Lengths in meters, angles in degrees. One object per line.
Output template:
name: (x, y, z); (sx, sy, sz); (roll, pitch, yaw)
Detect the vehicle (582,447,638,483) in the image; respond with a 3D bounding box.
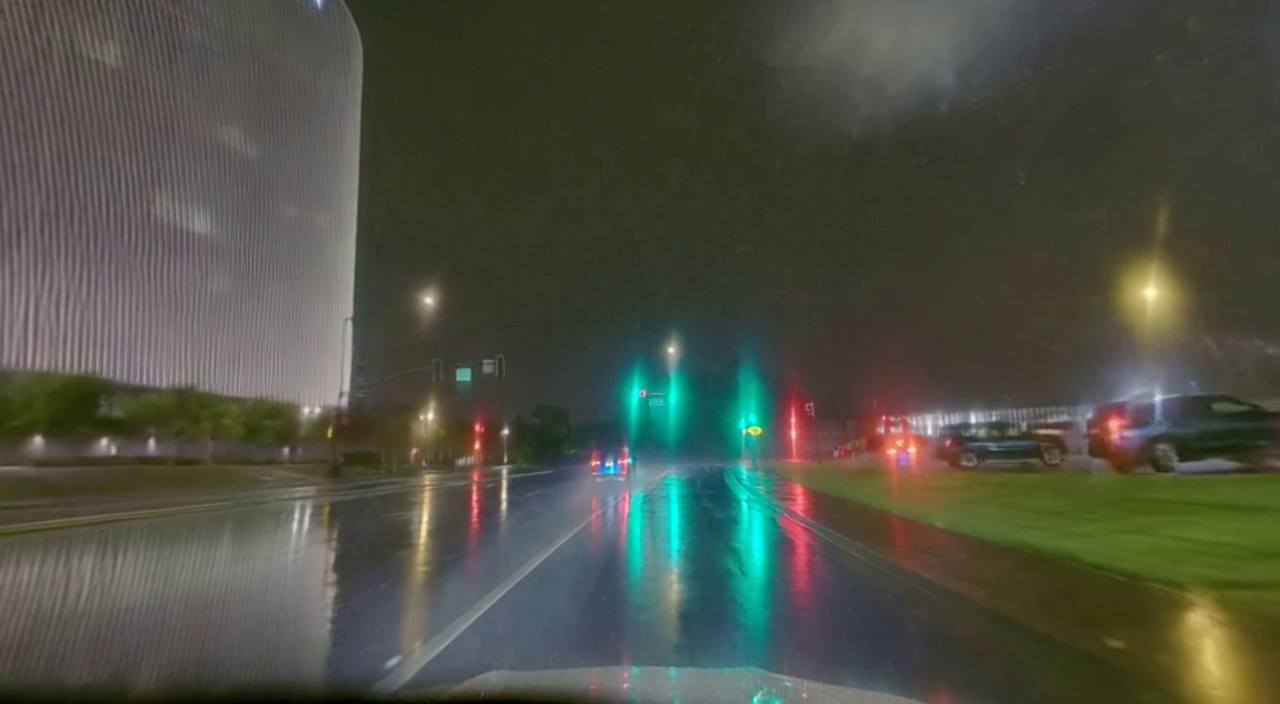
vehicle: (-1.298, 5.122, 28.855); (1.971, 1.486, 4.380); (-1, -9, 5)

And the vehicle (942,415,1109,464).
vehicle: (14.615, 3.374, 24.147); (4.904, 1.755, 2.114); (-1, -9, 4)

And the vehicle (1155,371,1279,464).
vehicle: (13.501, 1.324, 12.424); (4.649, 1.695, 2.154); (-1, -9, 3)

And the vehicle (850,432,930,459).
vehicle: (15.542, 5.868, 39.335); (4.120, 1.558, 1.959); (-1, -9, 3)
